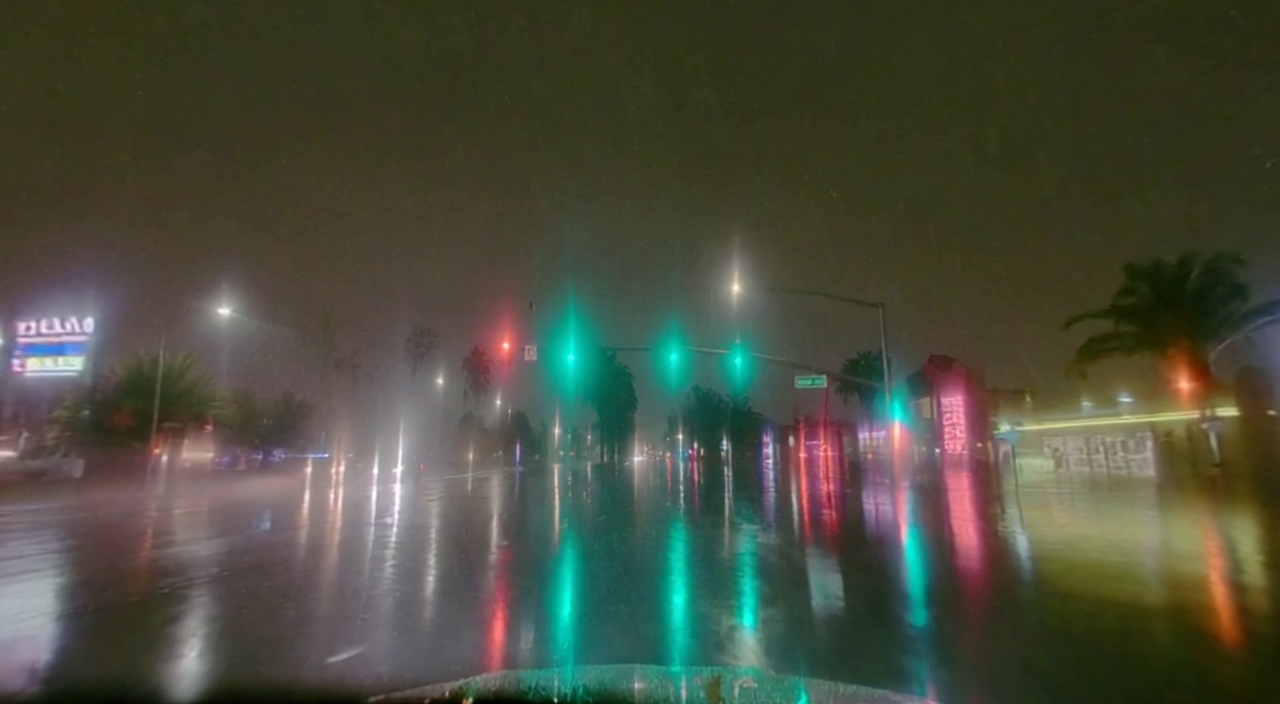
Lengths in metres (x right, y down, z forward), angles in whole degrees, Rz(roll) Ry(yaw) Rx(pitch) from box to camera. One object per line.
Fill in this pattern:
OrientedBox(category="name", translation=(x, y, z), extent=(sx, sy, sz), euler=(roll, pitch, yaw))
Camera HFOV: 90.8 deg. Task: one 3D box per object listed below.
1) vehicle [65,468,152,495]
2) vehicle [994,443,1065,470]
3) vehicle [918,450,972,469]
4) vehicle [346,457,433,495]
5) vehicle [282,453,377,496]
OrientedBox(category="vehicle", translation=(-35.118, 8.556, 41.939), extent=(1.906, 1.528, 4.535), euler=(0, -8, -2))
OrientedBox(category="vehicle", translation=(24.628, 6.630, 39.992), extent=(3.381, 1.424, 2.059), euler=(1, -12, -23))
OrientedBox(category="vehicle", translation=(22.754, 7.994, 47.119), extent=(3.280, 1.344, 1.518), euler=(2, -9, -12))
OrientedBox(category="vehicle", translation=(-11.156, 5.528, 28.537), extent=(2.019, 1.434, 4.622), euler=(0, -8, 0))
OrientedBox(category="vehicle", translation=(-14.448, 5.681, 29.754), extent=(1.976, 1.758, 4.986), euler=(0, -8, -1))
